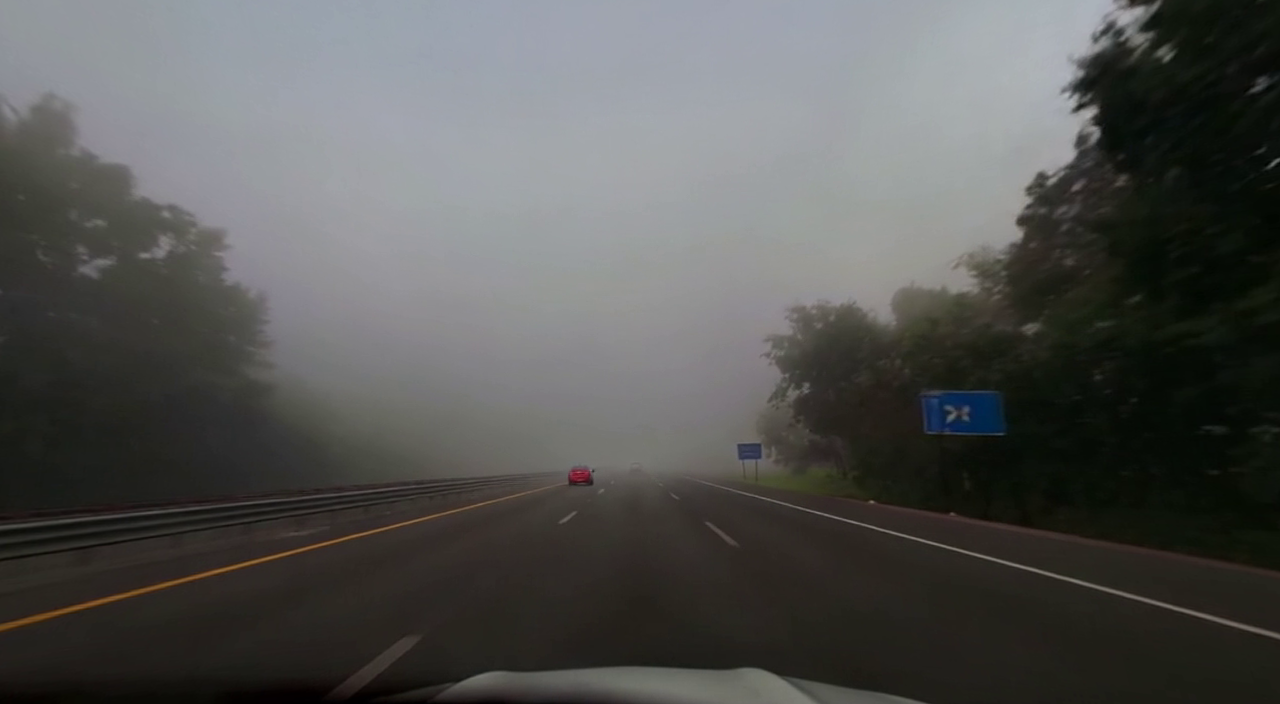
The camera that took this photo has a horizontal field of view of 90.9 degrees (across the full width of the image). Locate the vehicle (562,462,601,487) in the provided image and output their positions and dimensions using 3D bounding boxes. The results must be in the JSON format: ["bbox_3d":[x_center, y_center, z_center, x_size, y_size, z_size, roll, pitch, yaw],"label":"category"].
[{"bbox_3d":[-3.821,8.067,41.689,2.143,1.516,4.552,1,-10,0],"label":"vehicle"}]
